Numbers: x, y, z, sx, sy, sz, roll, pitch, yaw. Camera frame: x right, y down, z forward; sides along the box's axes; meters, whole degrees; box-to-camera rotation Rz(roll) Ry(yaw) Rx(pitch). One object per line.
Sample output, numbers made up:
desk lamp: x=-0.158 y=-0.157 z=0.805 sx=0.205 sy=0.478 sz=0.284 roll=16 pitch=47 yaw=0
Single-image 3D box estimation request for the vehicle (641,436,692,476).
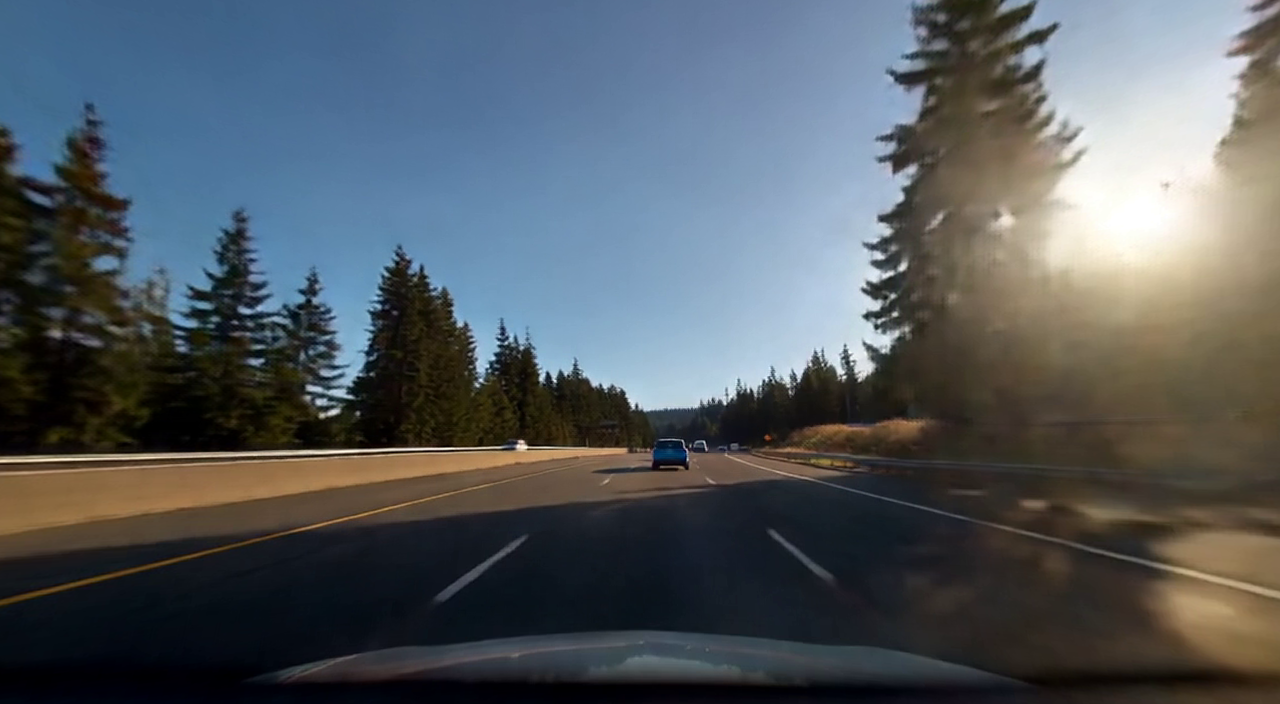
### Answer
vehicle: x=1.216 y=4.680 z=28.482 sx=2.133 sy=1.686 sz=4.203 roll=-1 pitch=-8 yaw=3
